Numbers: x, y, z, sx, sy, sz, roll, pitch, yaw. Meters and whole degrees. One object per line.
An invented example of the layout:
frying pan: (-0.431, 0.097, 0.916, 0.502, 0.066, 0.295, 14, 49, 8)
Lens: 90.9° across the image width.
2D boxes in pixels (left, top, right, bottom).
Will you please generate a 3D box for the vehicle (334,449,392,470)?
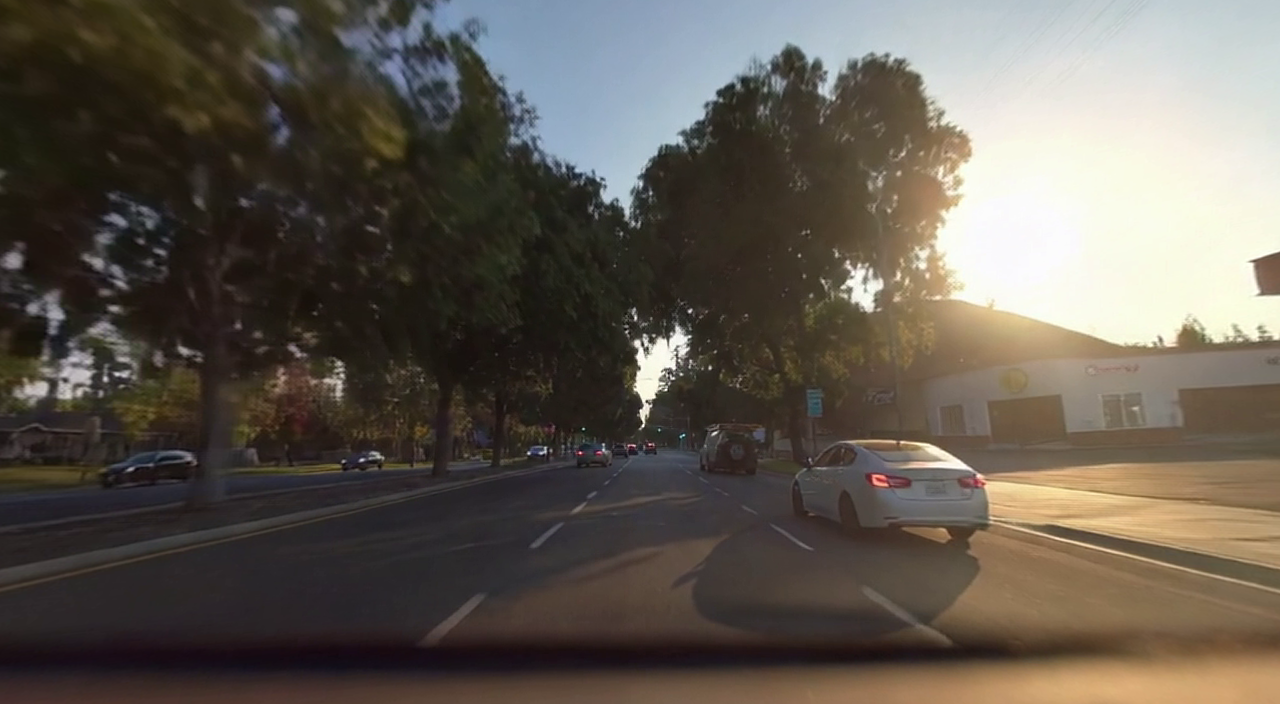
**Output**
vehicle: (-20.776, 8.049, 47.447, 2.222, 1.472, 4.563, 0, -8, 1)

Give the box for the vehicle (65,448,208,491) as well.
vehicle: (-21.775, 5.046, 27.579, 2.106, 1.660, 4.699, -1, -8, 5)

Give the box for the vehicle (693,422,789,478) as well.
vehicle: (4.218, 4.303, 27.952, 3.245, 2.199, 6.295, 0, -8, 0)

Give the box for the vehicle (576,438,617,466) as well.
vehicle: (-2.801, 6.538, 41.329, 2.250, 1.713, 4.422, 0, -8, 2)

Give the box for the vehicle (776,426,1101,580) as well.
vehicle: (3.407, 1.813, 8.510, 2.095, 1.475, 4.686, 0, -8, 0)
